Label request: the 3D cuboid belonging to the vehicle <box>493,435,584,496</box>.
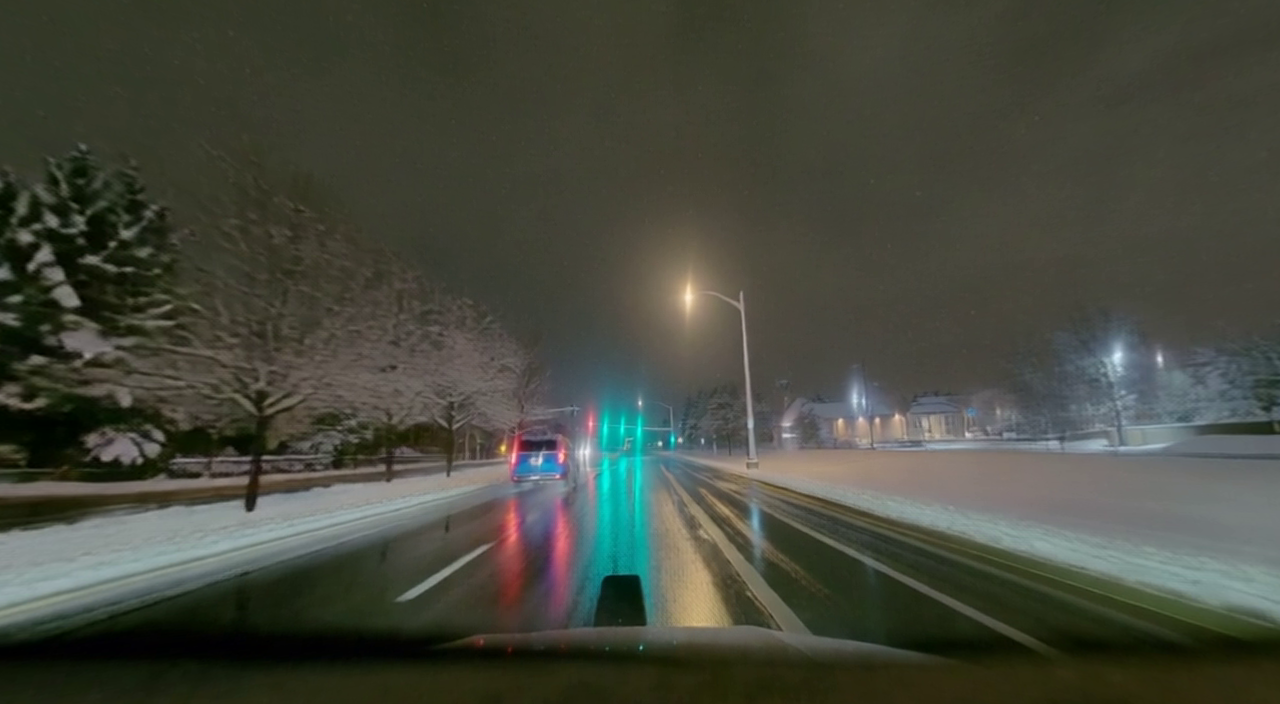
[{"bbox_3d":[-3.091,3.578,20.287,2.121,1.724,4.392,0,-9,1],"label":"vehicle"}]
